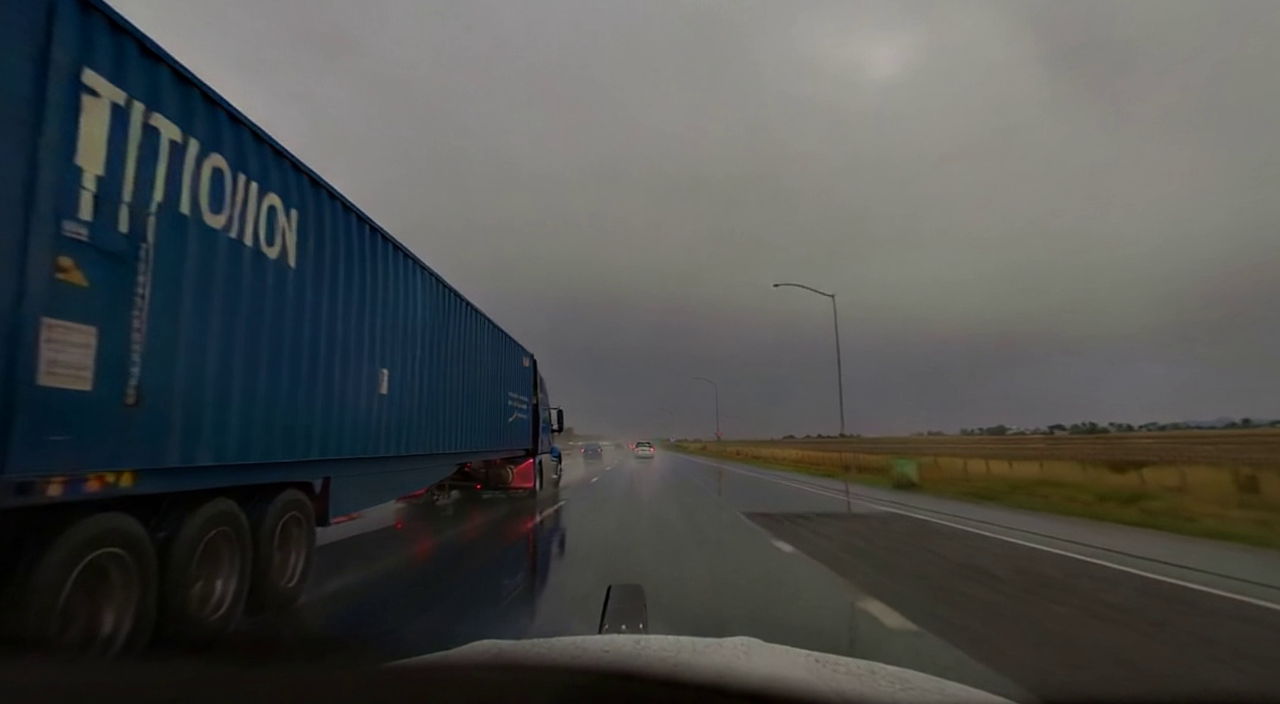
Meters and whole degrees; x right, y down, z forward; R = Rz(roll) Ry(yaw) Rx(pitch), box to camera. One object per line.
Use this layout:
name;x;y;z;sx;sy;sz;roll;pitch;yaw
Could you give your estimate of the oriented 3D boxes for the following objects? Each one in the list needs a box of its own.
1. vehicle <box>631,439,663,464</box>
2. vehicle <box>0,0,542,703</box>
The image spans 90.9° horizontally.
vehicle;0.479;7.154;45.485;2.136;1.718;4.157;0;-8;0
vehicle;-3.951;0.566;8.811;2.840;4.032;13.388;0;-8;1
